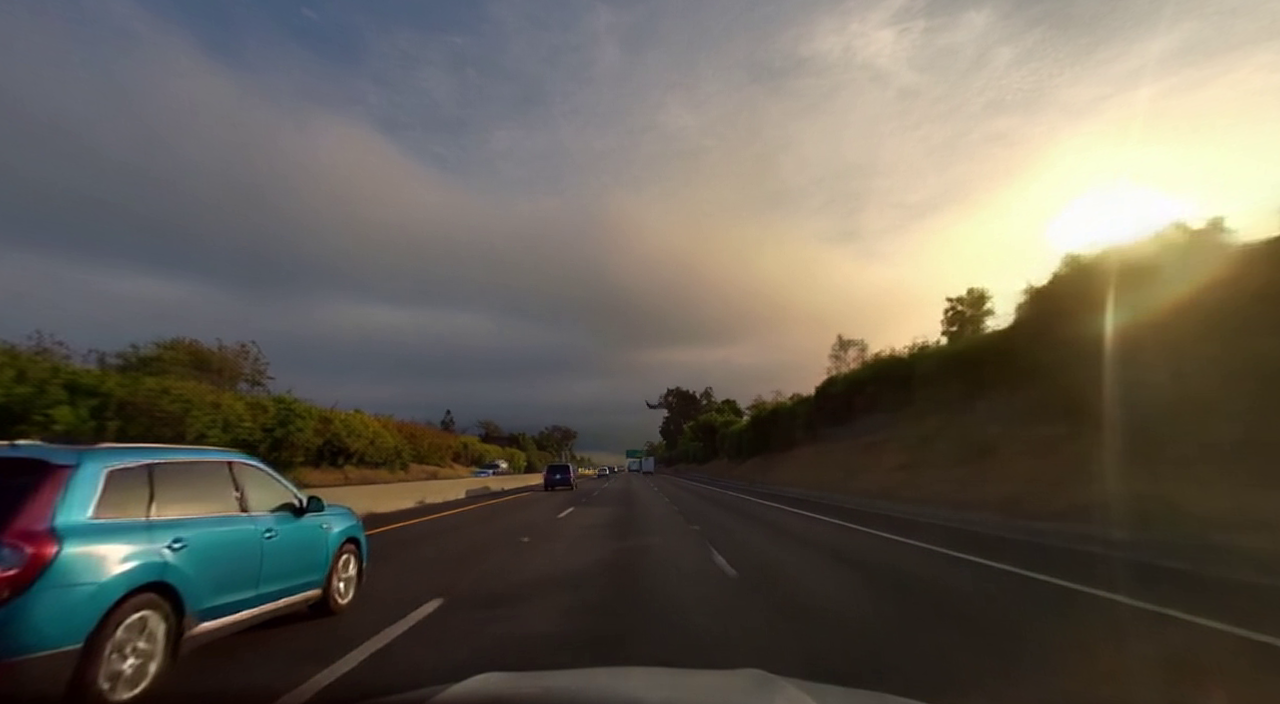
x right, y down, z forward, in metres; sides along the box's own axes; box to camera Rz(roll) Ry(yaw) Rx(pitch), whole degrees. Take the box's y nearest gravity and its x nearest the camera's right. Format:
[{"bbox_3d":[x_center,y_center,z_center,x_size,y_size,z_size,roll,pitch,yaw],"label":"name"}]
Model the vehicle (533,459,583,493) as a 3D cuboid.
[{"bbox_3d":[-4.595,7.050,36.015,2.178,1.736,4.847,1,-10,0],"label":"vehicle"}]
